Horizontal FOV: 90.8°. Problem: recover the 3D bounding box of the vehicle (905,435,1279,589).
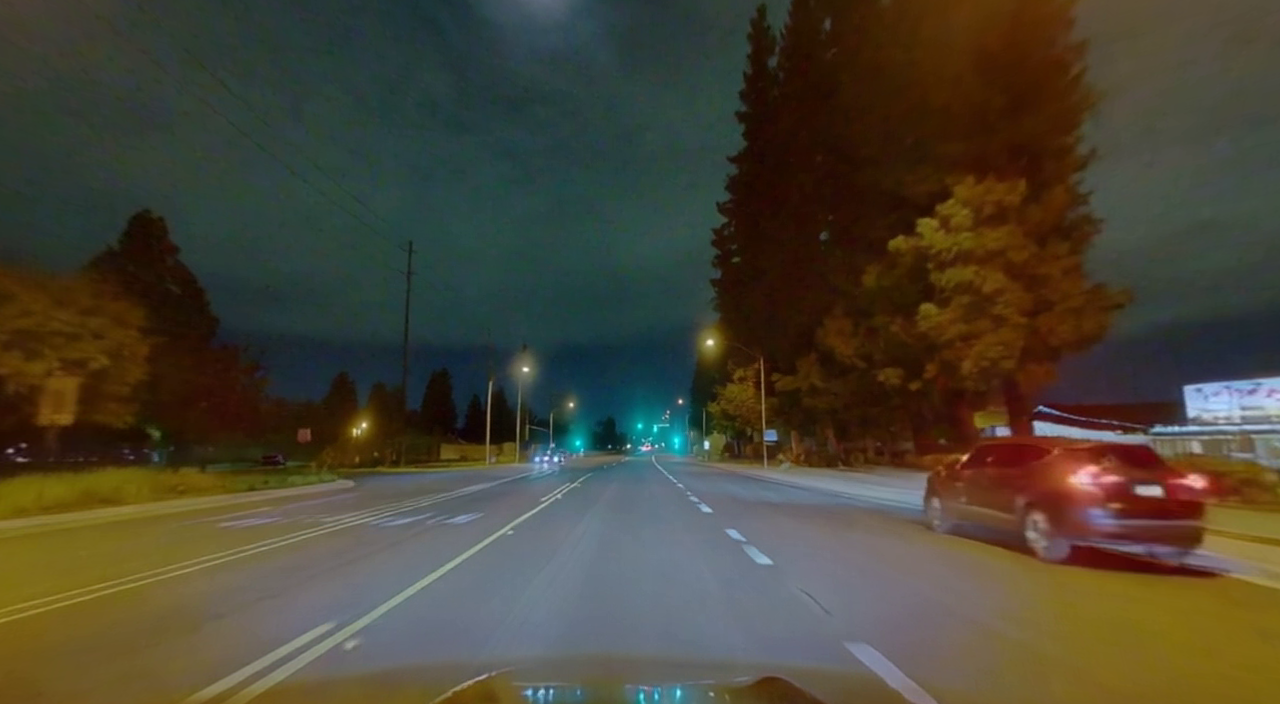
[{"bbox_3d":[6.018,2.070,9.081,2.282,1.566,4.705,-1,-9,-1],"label":"vehicle"}]
